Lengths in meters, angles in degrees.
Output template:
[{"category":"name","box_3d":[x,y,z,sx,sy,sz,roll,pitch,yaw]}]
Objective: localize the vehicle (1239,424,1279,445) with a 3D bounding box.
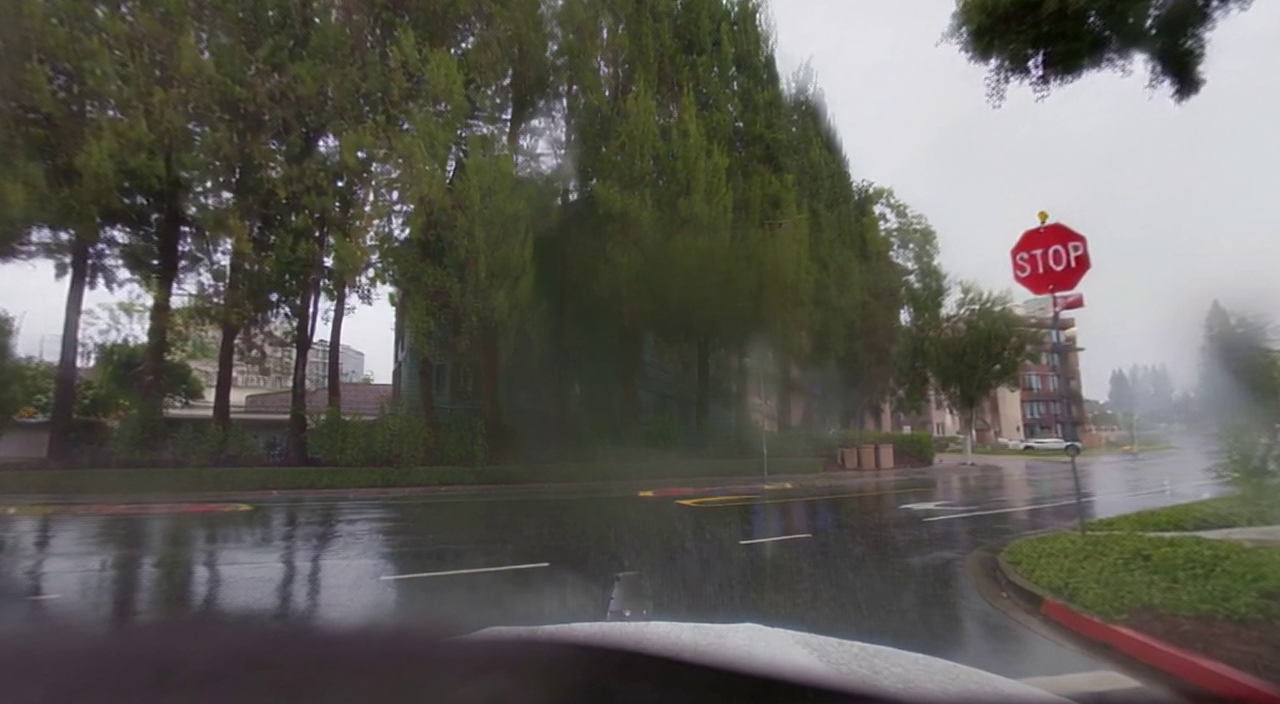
[{"category":"vehicle","box_3d":[45.211,5.977,45.380,4.473,1.474,2.108,6,-10,-37]}]
